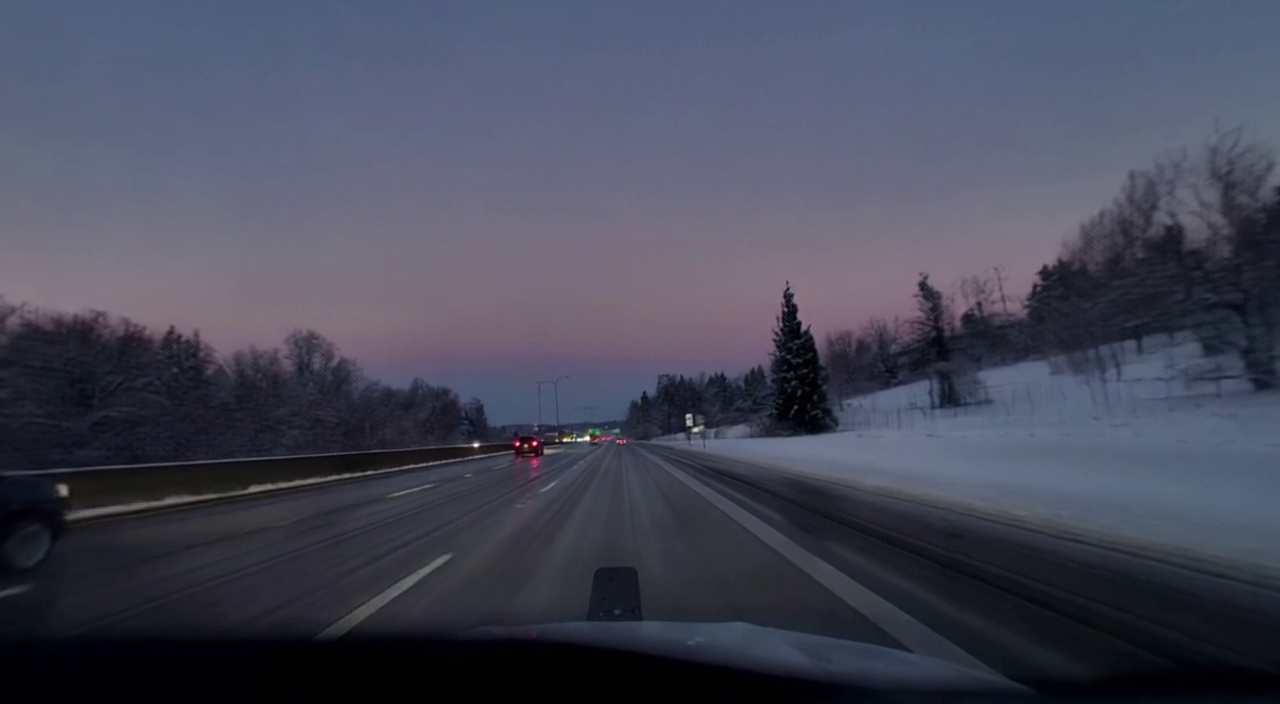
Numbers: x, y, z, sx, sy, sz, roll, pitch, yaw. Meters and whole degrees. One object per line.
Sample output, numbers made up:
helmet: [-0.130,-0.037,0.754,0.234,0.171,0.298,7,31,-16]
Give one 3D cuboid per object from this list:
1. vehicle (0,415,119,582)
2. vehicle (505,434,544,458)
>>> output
vehicle: [-6.874,1.240,4.948,1.972,1.532,4.222,0,-8,-1]
vehicle: [-7.787,6.337,42.691,1.988,1.505,4.044,0,-8,-2]
